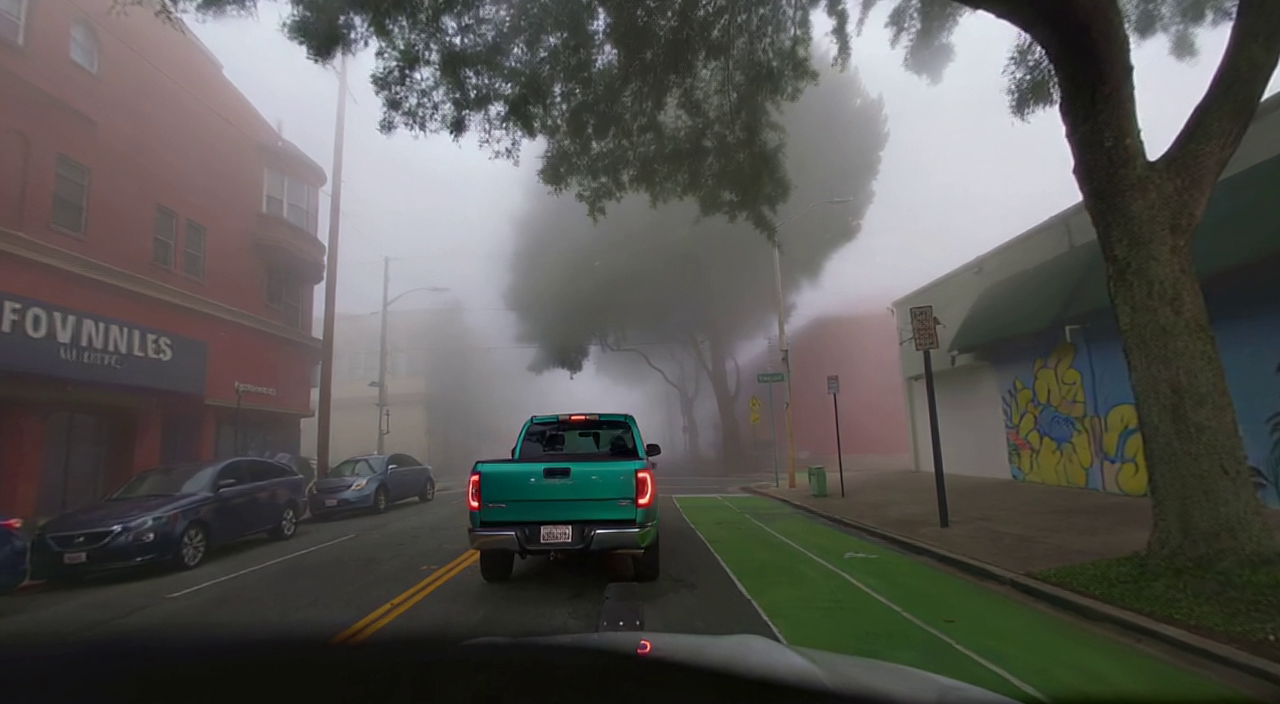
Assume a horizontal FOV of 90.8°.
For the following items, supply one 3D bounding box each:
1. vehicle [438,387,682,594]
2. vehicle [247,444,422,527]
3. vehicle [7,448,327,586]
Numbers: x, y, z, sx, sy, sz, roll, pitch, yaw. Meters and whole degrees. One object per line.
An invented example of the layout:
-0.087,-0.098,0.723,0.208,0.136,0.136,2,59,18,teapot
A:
-0.706,1.602,8.147,2.215,1.882,4.611,0,-8,1,vehicle
-7.394,3.231,16.058,1.884,1.730,5.076,0,-8,0,vehicle
-7.162,2.454,10.375,1.882,1.686,4.489,0,-8,-2,vehicle
